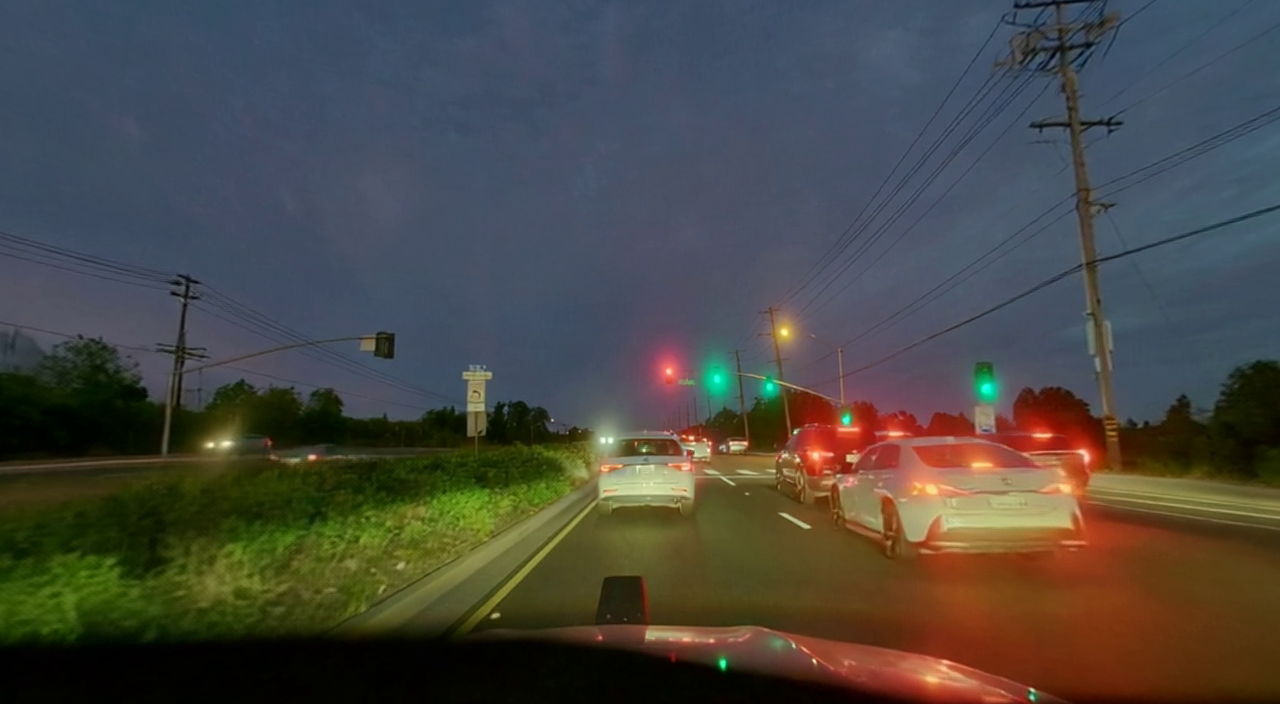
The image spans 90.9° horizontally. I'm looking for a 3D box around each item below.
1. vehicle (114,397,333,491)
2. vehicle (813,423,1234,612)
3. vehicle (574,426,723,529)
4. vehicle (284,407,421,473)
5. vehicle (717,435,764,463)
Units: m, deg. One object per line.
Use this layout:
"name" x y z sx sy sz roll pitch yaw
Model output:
"vehicle" -17.034 3.943 26.930 2.934 3.328 8.716 -1 -8 3
"vehicle" 3.614 1.628 7.235 2.028 1.454 4.531 0 -8 1
"vehicle" 0.152 2.194 11.604 2.208 1.498 4.401 0 -8 1
"vehicle" -16.442 5.242 37.237 3.085 3.375 9.783 -1 -8 3
"vehicle" 5.552 5.445 35.399 1.995 1.491 4.133 0 -8 1
